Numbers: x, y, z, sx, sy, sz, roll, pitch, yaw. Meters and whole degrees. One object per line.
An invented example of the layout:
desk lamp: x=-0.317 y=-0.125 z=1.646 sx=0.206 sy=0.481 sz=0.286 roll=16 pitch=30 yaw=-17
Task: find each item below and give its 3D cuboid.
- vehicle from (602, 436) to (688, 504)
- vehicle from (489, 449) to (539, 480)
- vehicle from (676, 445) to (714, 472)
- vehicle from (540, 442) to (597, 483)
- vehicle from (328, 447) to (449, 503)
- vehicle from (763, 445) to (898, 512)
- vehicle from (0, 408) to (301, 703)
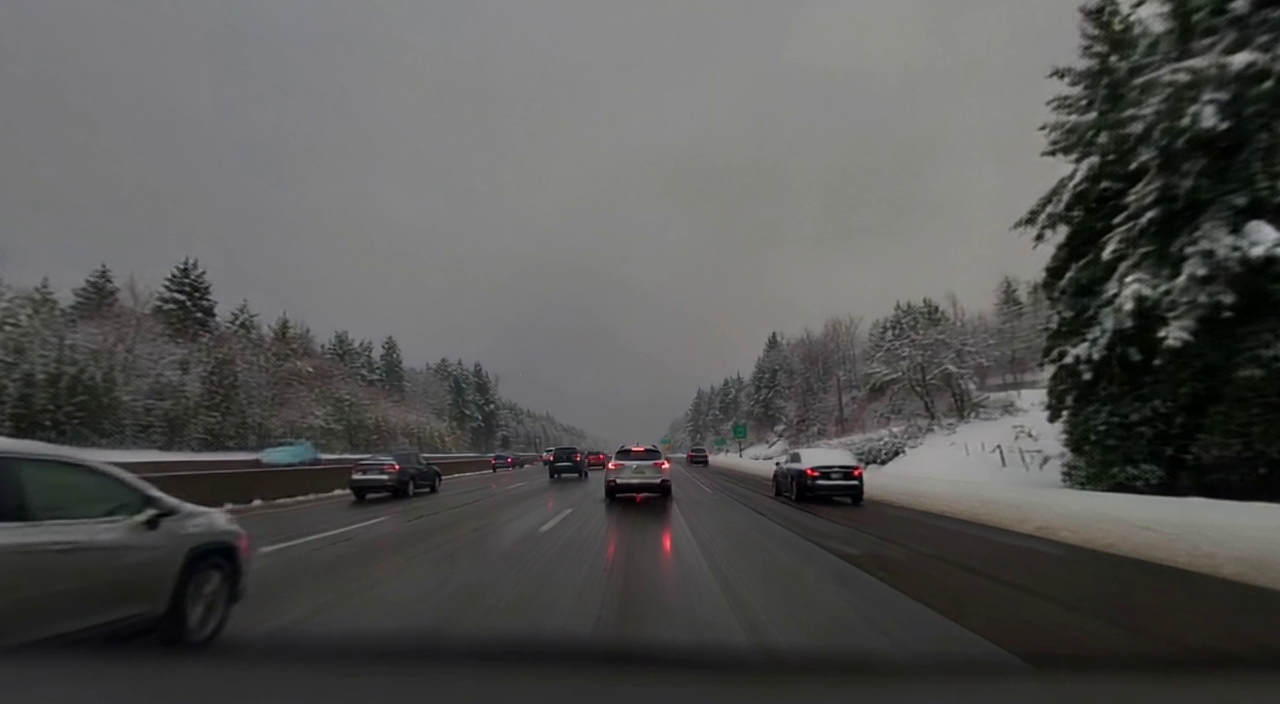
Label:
vehicle: x=0.160 y=3.371 z=18.432 sx=2.223 sy=1.722 sz=4.177 roll=0 pitch=-9 yaw=1
vehicle: x=-7.071 y=6.358 z=35.836 sx=1.931 sy=1.617 sz=4.060 roll=0 pitch=-9 yaw=1
vehicle: x=3.905 y=7.635 z=45.463 sx=2.175 sy=1.830 sz=5.173 roll=0 pitch=-9 yaw=-1
vehicle: x=-3.354 y=5.274 z=30.341 sx=2.142 sy=1.808 sz=4.266 roll=0 pitch=-9 yaw=1
vehicle: x=-7.684 y=3.768 z=19.778 sx=1.927 sy=1.514 sz=4.474 roll=0 pitch=-9 yaw=1
vehicle: x=4.687 y=3.157 z=16.325 sx=2.006 sy=1.474 sz=4.669 roll=0 pitch=-9 yaw=-1
vehicle: x=-3.570 y=0.972 z=2.455 sx=2.011 sy=1.498 sz=4.341 roll=0 pitch=-9 yaw=1
